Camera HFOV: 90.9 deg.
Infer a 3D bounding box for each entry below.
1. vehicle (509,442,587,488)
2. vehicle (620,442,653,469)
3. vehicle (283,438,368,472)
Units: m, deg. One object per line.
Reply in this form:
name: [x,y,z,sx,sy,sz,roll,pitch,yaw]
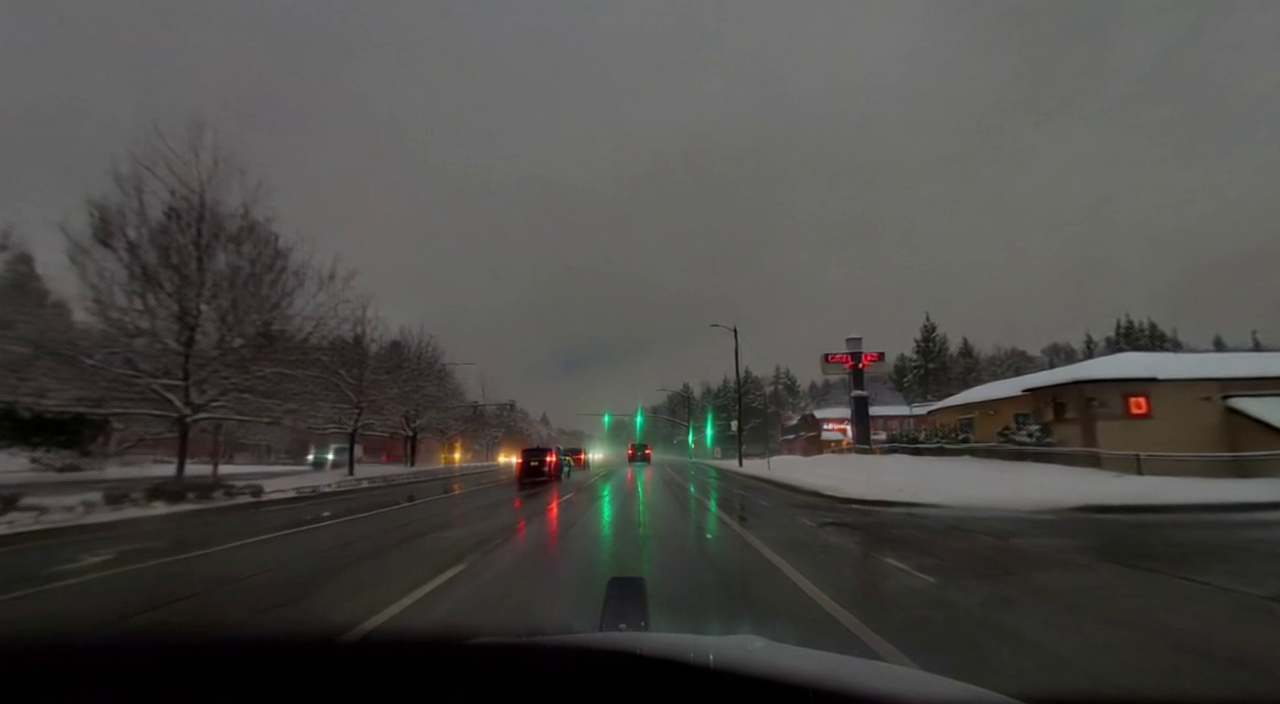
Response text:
vehicle: [-3.147,3.995,22.596,2.015,1.470,4.458,0,-8,1]
vehicle: [-0.245,7.089,43.254,2.153,1.764,4.047,0,-8,0]
vehicle: [-20.099,6.598,40.670,2.226,1.987,5.777,-1,-9,4]
